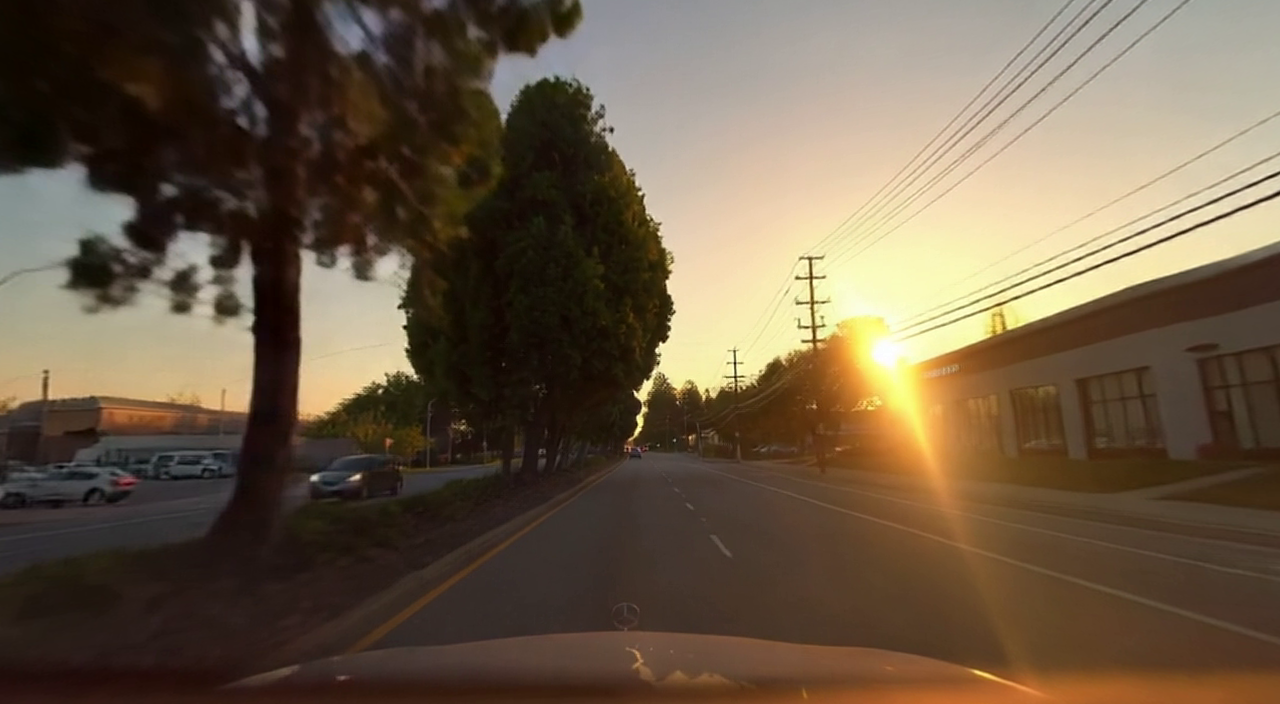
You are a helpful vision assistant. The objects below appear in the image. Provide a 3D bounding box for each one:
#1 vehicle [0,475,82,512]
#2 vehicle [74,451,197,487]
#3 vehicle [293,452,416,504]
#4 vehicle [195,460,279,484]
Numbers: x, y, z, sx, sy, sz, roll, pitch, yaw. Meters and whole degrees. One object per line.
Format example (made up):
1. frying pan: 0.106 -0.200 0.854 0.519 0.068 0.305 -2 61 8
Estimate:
1. vehicle: -29.686 6.765 30.138 4.377 1.520 1.843 -2 -9 2
2. vehicle: -29.700 6.881 37.311 5.145 1.979 2.281 0 -9 -3
3. vehicle: -9.239 4.086 20.960 1.900 1.488 4.675 -1 -9 0
4. vehicle: -29.701 8.807 46.645 4.662 1.599 2.133 0 -8 -3
